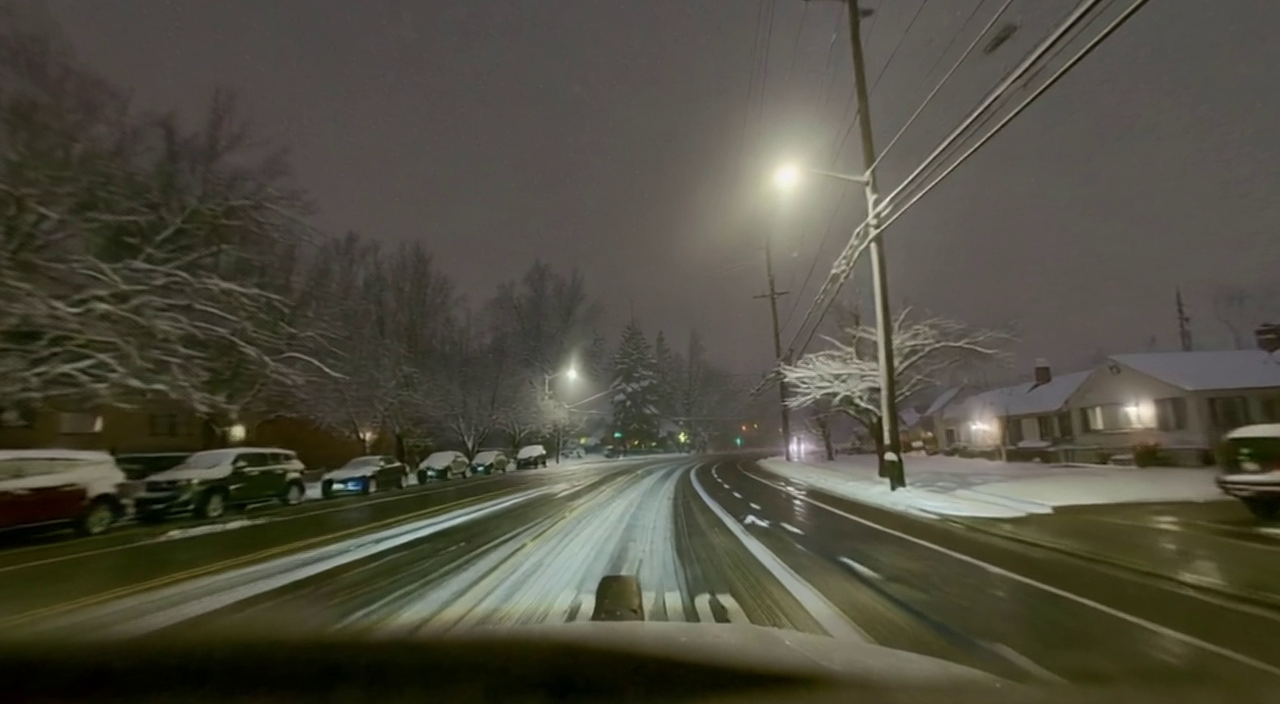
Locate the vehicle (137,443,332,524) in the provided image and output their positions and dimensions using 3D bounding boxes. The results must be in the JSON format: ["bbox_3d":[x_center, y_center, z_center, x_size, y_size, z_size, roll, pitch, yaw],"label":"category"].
[{"bbox_3d":[-11.610,3.776,18.696,2.114,1.925,5.449,-3,-9,1],"label":"vehicle"}]

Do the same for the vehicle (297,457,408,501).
[{"bbox_3d":[-11.192,4.951,24.910,1.908,1.491,4.627,-1,-9,4],"label":"vehicle"}]

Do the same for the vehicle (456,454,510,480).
[{"bbox_3d":[-10.120,7.452,40.959,1.945,1.514,4.635,-1,-9,6],"label":"vehicle"}]

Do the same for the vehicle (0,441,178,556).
[{"bbox_3d":[-11.740,2.658,11.472,2.225,1.887,5.672,-3,-9,1],"label":"vehicle"}]

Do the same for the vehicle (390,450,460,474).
[{"bbox_3d":[-15.719,8.060,46.171,4.411,1.737,1.950,0,-9,-3],"label":"vehicle"}]
